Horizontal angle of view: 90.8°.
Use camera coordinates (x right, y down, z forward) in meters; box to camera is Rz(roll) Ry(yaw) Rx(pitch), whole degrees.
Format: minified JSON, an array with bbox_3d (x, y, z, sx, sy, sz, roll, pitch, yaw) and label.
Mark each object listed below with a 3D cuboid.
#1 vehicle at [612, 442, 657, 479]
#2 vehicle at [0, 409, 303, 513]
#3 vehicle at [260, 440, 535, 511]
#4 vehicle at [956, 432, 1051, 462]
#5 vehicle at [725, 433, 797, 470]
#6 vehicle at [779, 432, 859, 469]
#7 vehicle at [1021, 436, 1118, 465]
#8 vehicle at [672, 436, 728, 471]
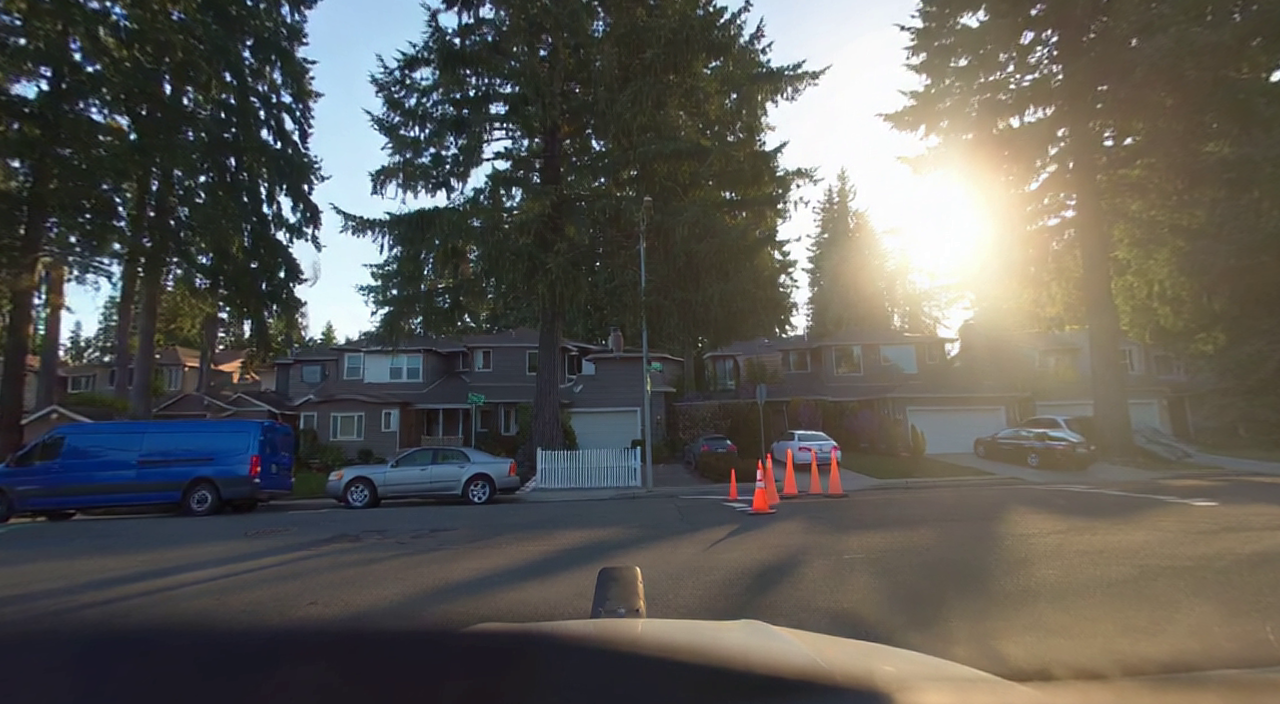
[{"bbox_3d":[-0.305,4.756,27.929,1.648,1.430,3.654,4,-8,-4],"label":"vehicle"},{"bbox_3d":[-14.067,3.045,17.448,7.824,2.323,2.863,-3,-10,-2],"label":"vehicle"},{"bbox_3d":[-6.452,3.395,17.857,6.643,1.777,2.925,1,-8,-5],"label":"vehicle"},{"bbox_3d":[23.826,6.238,41.549,4.984,1.912,2.132,1,-8,-6],"label":"vehicle"},{"bbox_3d":[5.346,4.463,28.499,2.007,1.555,4.204,1,-8,-7],"label":"vehicle"},{"bbox_3d":[8.061,4.496,28.938,1.893,1.529,4.422,1,-8,-7],"label":"vehicle"},{"bbox_3d":[22.770,5.221,33.549,3.863,1.453,1.826,1,-8,-5],"label":"vehicle"},{"bbox_3d":[2.595,4.533,28.356,1.745,1.461,4.074,1,-8,-6],"label":"vehicle"}]
